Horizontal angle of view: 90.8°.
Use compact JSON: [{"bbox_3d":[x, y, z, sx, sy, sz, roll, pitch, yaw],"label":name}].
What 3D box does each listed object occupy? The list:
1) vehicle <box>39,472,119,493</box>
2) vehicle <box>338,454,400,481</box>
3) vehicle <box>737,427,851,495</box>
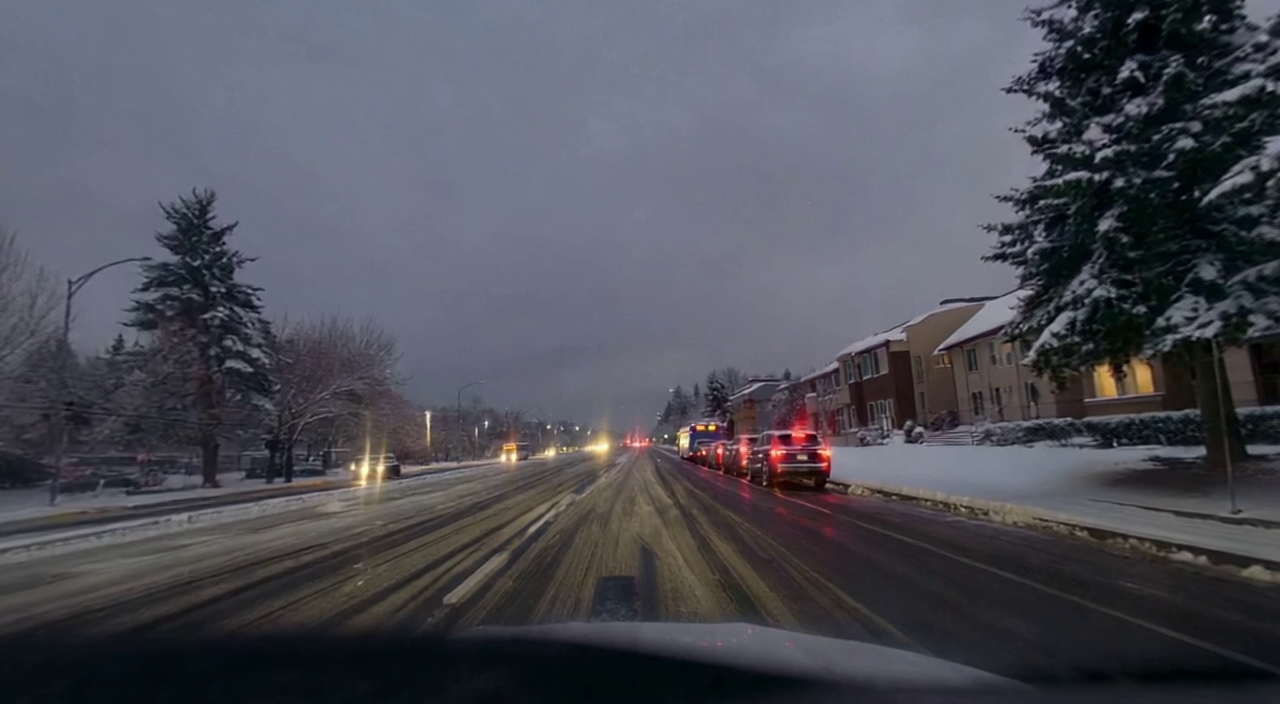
[{"bbox_3d":[-42.276,9.831,47.653,4.357,1.435,1.816,0,-9,3],"label":"vehicle"},{"bbox_3d":[-19.633,8.375,46.025,2.166,1.804,4.897,-1,-8,3],"label":"vehicle"},{"bbox_3d":[4.405,3.214,18.989,2.094,1.731,4.763,0,-8,-1],"label":"vehicle"}]
